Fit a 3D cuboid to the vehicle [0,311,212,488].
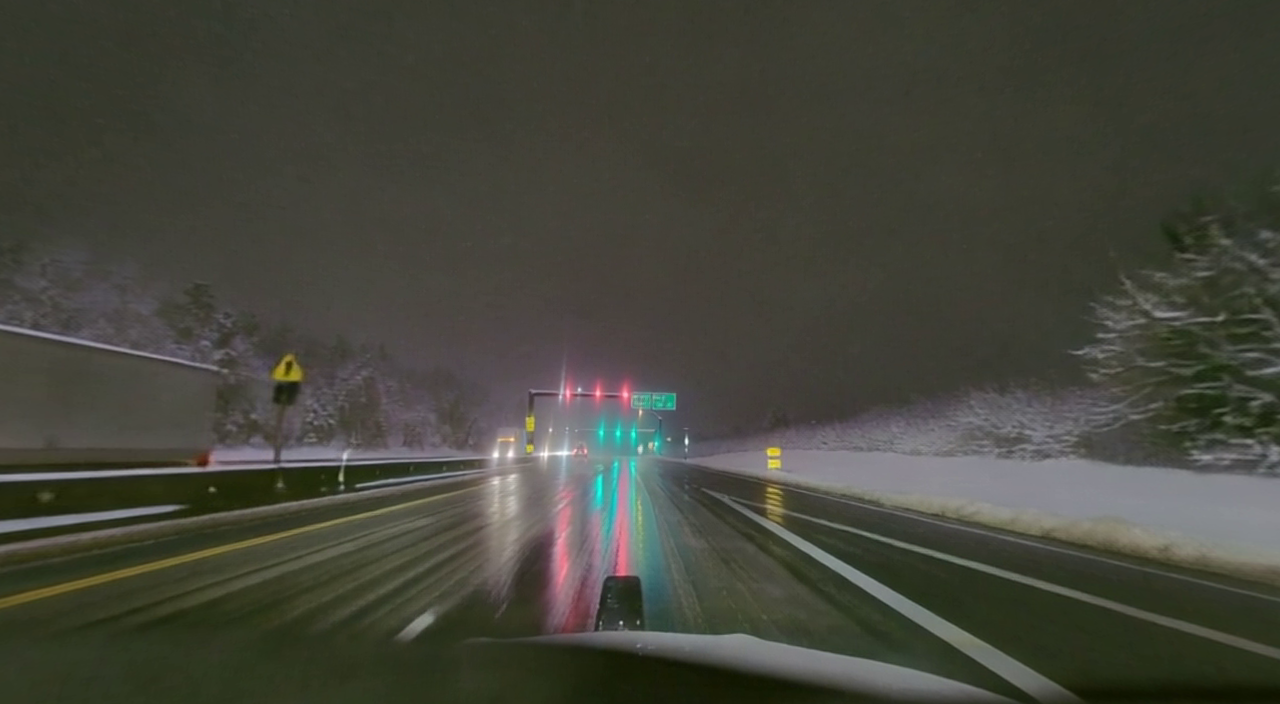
[{"bbox_3d":[-15.551,1.447,16.426,2.883,3.846,8.312,0,-9,0],"label":"vehicle"}]
